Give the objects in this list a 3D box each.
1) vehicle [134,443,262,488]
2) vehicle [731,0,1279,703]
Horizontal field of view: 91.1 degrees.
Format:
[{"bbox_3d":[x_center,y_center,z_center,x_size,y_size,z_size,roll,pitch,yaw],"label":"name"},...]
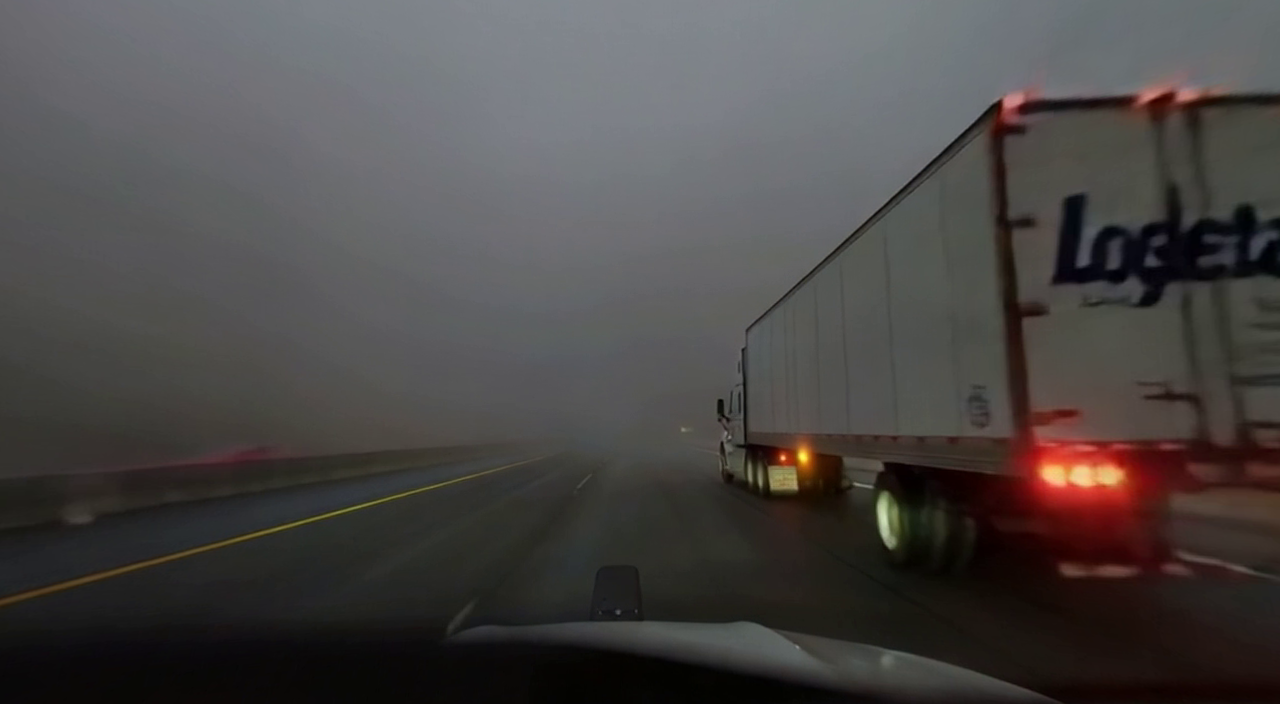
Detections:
[{"bbox_3d":[-16.636,4.249,23.972,1.900,1.520,4.141,0,-8,0],"label":"vehicle"},{"bbox_3d":[4.058,0.613,9.794,2.920,4.029,13.900,0,-8,-1],"label":"vehicle"}]
